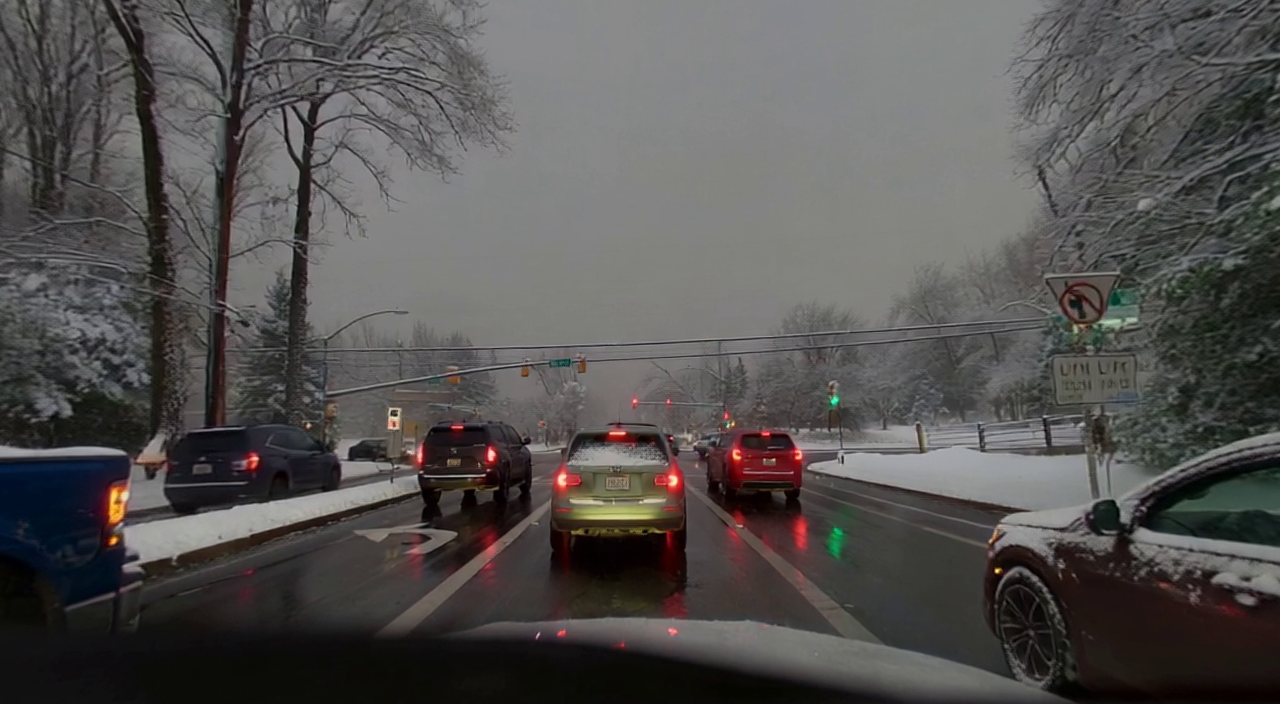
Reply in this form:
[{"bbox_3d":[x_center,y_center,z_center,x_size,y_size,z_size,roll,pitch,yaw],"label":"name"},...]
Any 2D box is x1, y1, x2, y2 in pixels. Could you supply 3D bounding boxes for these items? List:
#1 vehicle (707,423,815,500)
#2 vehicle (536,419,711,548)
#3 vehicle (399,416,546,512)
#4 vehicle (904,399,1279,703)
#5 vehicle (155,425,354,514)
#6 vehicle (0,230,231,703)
[{"bbox_3d":[3.170,2.992,17.614,2.102,1.841,4.587,0,-8,0],"label":"vehicle"},{"bbox_3d":[-0.222,1.939,9.874,2.194,1.607,3.690,0,-8,0],"label":"vehicle"},{"bbox_3d":[-3.632,2.525,14.666,2.089,1.857,4.488,0,-8,1],"label":"vehicle"},{"bbox_3d":[3.018,0.968,2.525,1.874,1.477,4.698,0,-8,0],"label":"vehicle"},{"bbox_3d":[-8.390,2.574,14.375,2.122,1.653,4.807,1,-9,-9],"label":"vehicle"},{"bbox_3d":[-3.475,0.349,0.301,2.656,2.021,5.800,0,-8,0],"label":"vehicle"}]
